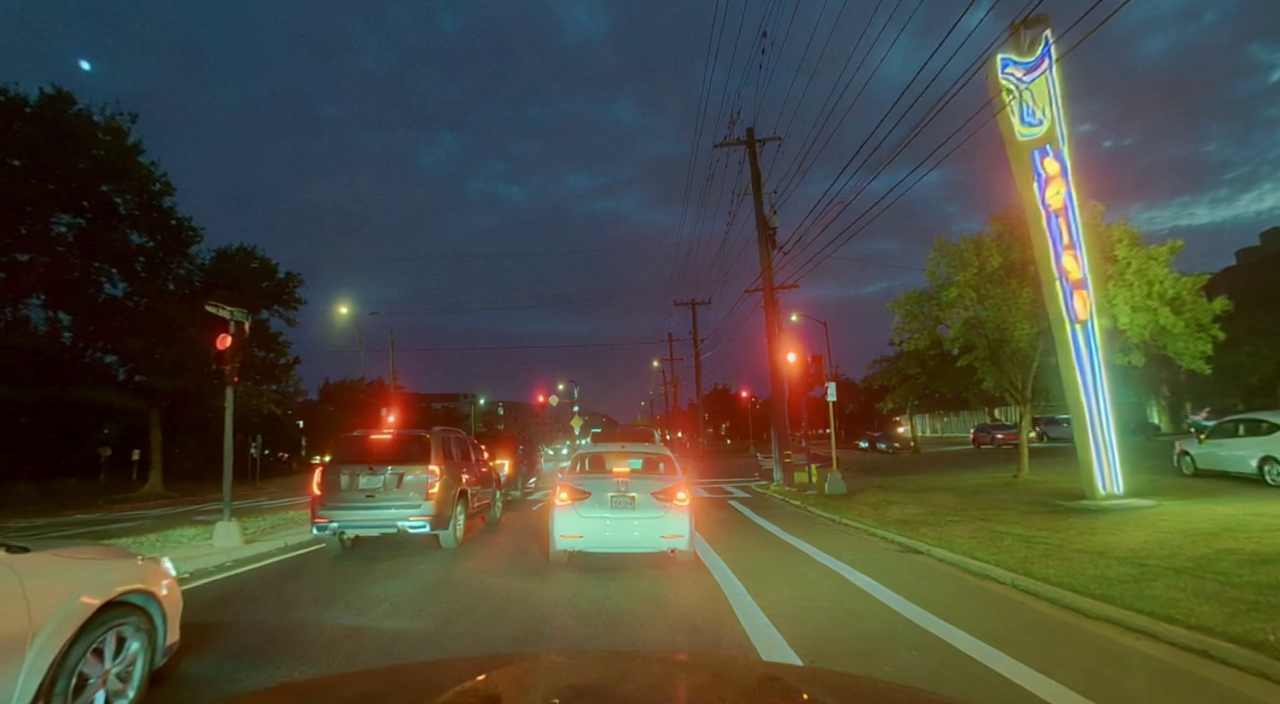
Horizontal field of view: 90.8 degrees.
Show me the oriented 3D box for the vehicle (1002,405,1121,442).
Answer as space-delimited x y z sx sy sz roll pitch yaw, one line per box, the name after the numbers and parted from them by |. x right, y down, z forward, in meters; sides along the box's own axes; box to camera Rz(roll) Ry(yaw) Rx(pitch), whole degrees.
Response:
26.892 4.627 40.496 5.782 2.286 2.223 -1 -9 5 | vehicle

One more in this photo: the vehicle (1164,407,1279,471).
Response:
17.018 2.540 18.260 1.858 1.622 4.491 -5 -10 28 | vehicle

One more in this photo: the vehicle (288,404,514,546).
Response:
-3.846 2.088 11.370 2.147 1.963 4.927 0 -8 0 | vehicle

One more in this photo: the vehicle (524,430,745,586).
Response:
-0.103 1.802 8.142 2.121 1.474 3.968 0 -8 -2 | vehicle

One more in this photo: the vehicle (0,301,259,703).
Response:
-3.593 0.635 1.525 2.085 1.943 5.053 0 -8 1 | vehicle
